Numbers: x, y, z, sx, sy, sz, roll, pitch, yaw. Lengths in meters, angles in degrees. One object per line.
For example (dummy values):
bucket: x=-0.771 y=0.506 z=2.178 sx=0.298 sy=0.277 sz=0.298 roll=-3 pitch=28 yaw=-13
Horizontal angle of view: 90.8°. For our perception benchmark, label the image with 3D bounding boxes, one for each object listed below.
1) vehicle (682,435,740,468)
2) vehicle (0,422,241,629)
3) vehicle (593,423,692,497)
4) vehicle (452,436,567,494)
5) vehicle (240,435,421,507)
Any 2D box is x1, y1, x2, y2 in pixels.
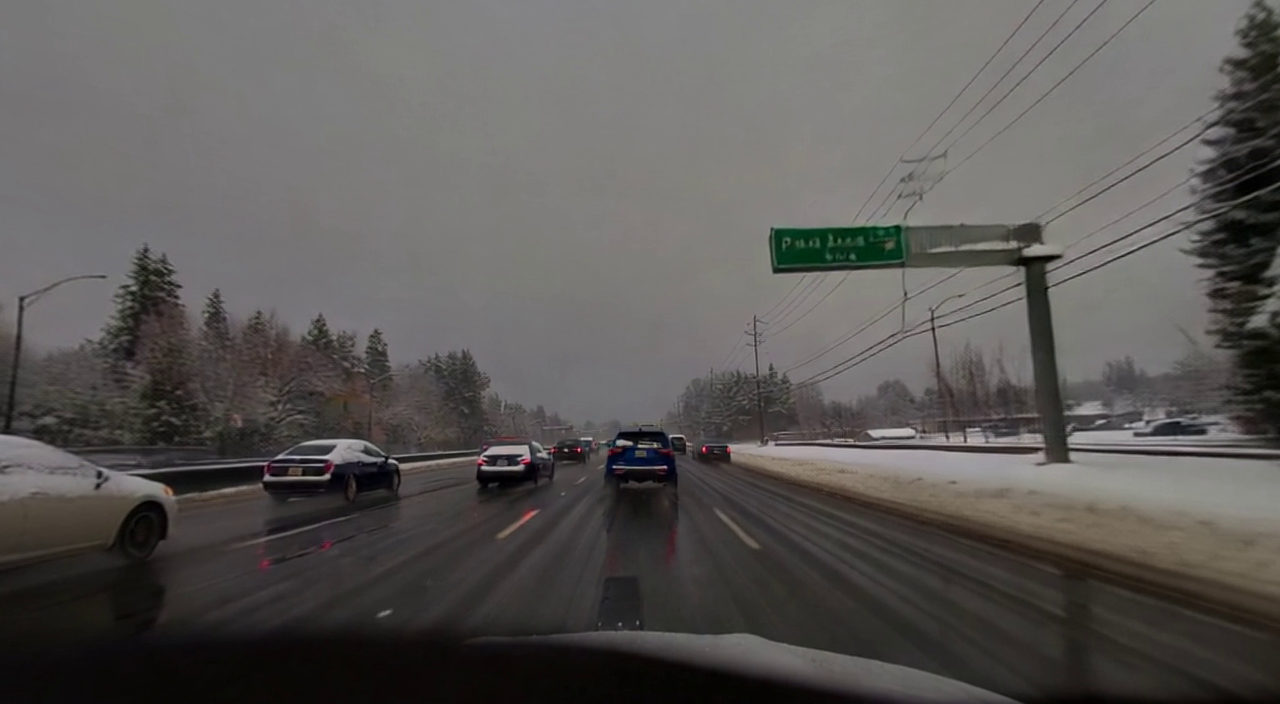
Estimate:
vehicle: x=3.320 y=4.748 z=30.321 sx=2.197 sy=1.464 sz=4.356 roll=0 pitch=-8 yaw=-1
vehicle: x=-5.543 y=1.315 z=5.078 sx=1.958 sy=1.447 sz=4.454 roll=0 pitch=-8 yaw=-3
vehicle: x=0.081 y=2.793 z=16.709 sx=2.284 sy=1.699 sz=4.168 roll=0 pitch=-8 yaw=0
vehicle: x=-3.531 y=3.161 z=18.146 sx=2.203 sy=1.425 sz=4.610 roll=0 pitch=-8 yaw=2
vehicle: x=-7.131 y=2.768 z=15.277 sx=1.959 sy=1.435 sz=4.719 roll=0 pitch=-8 yaw=0
